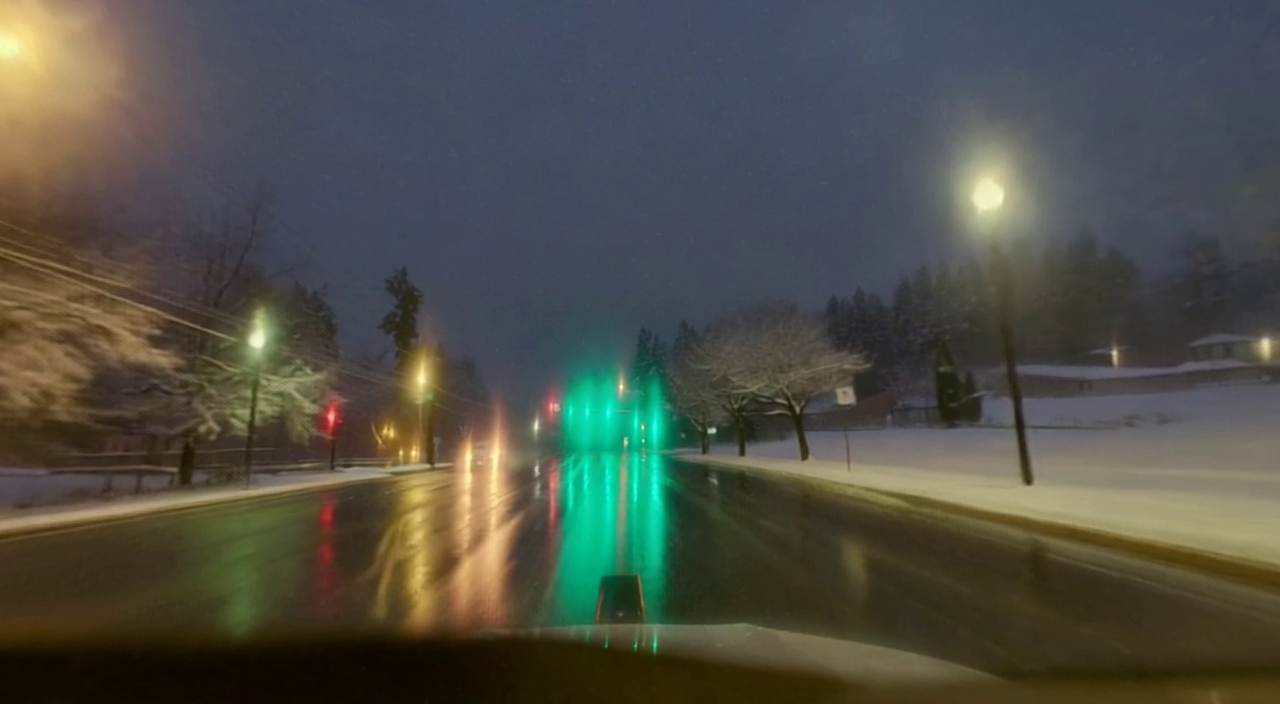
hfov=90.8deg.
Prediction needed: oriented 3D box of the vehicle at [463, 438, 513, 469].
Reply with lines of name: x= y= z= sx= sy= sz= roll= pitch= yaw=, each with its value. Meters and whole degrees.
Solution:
vehicle: x=-9.295 y=6.224 z=38.922 sx=2.175 sy=1.796 sz=4.605 roll=0 pitch=-8 yaw=-3
